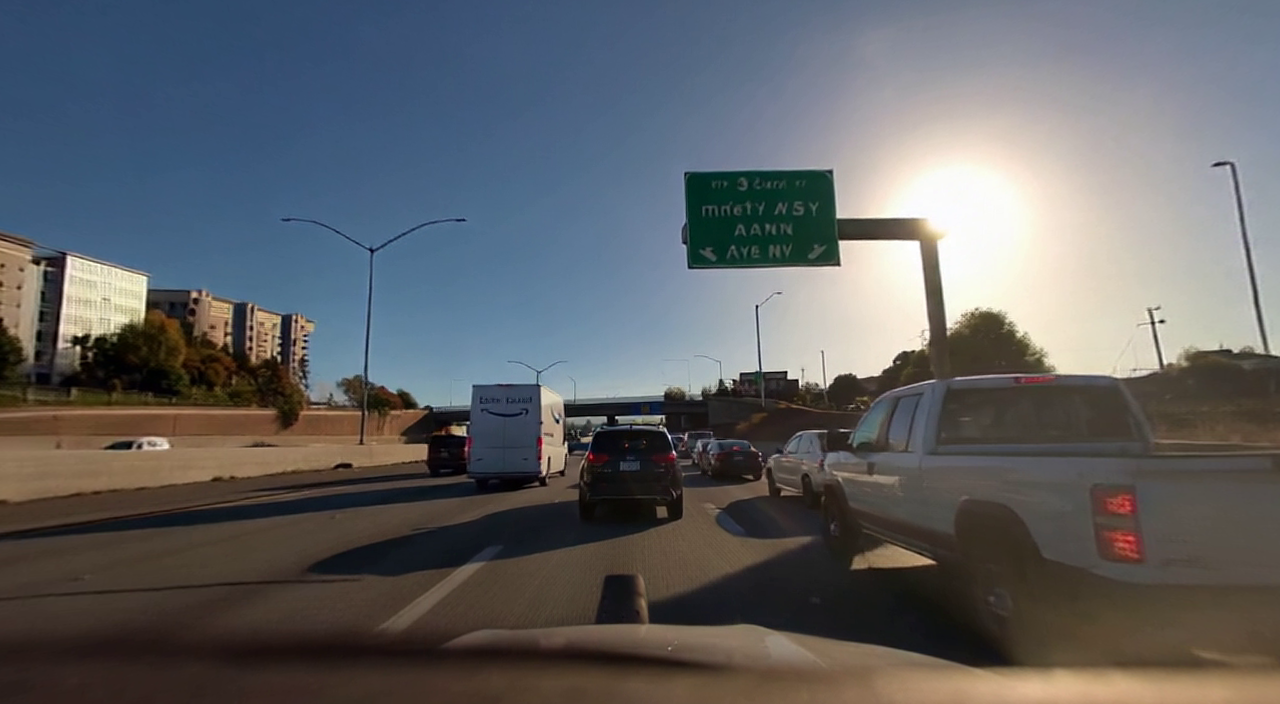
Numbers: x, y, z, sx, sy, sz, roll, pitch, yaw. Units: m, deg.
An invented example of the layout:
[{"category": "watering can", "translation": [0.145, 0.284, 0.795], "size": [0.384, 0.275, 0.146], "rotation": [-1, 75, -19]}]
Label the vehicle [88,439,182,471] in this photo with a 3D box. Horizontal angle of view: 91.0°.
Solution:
[{"category": "vehicle", "translation": [-26.370, 5.384, 33.027], "size": [1.684, 1.517, 3.805], "rotation": [0, -9, 1]}]

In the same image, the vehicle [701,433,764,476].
[{"category": "vehicle", "translation": [3.941, 4.458, 27.582], "size": [2.064, 1.720, 4.416], "rotation": [0, -8, 0]}]

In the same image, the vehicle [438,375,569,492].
[{"category": "vehicle", "translation": [-3.701, 2.483, 18.765], "size": [2.415, 2.821, 6.636], "rotation": [1, -9, 0]}]

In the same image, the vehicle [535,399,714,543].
[{"category": "vehicle", "translation": [-0.194, 1.861, 10.346], "size": [2.287, 1.823, 4.369], "rotation": [0, -8, 0]}]

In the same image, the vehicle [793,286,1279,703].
[{"category": "vehicle", "translation": [3.033, 1.072, 4.839], "size": [2.341, 1.890, 5.144], "rotation": [1, -9, -1]}]
